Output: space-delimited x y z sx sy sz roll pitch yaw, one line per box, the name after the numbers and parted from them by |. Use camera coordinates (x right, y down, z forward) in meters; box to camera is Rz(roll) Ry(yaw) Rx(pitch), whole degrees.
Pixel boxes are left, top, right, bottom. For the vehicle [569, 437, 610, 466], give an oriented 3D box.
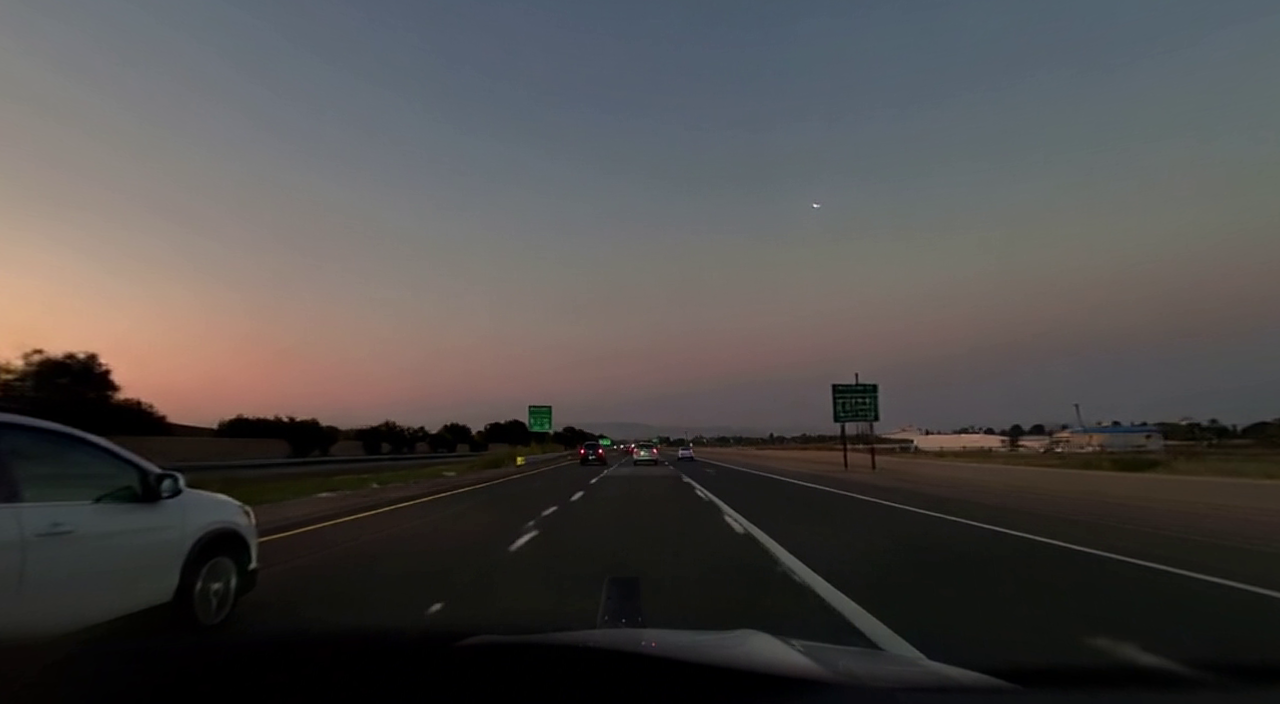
-3.547 7.153 45.649 2.403 1.946 5.623 0 -8 1 | vehicle

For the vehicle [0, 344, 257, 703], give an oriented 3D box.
-3.948 0.768 2.217 2.239 1.761 4.620 0 -8 0 | vehicle

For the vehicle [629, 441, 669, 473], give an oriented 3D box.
0.464 5.542 33.525 2.000 1.558 3.945 0 -8 0 | vehicle
